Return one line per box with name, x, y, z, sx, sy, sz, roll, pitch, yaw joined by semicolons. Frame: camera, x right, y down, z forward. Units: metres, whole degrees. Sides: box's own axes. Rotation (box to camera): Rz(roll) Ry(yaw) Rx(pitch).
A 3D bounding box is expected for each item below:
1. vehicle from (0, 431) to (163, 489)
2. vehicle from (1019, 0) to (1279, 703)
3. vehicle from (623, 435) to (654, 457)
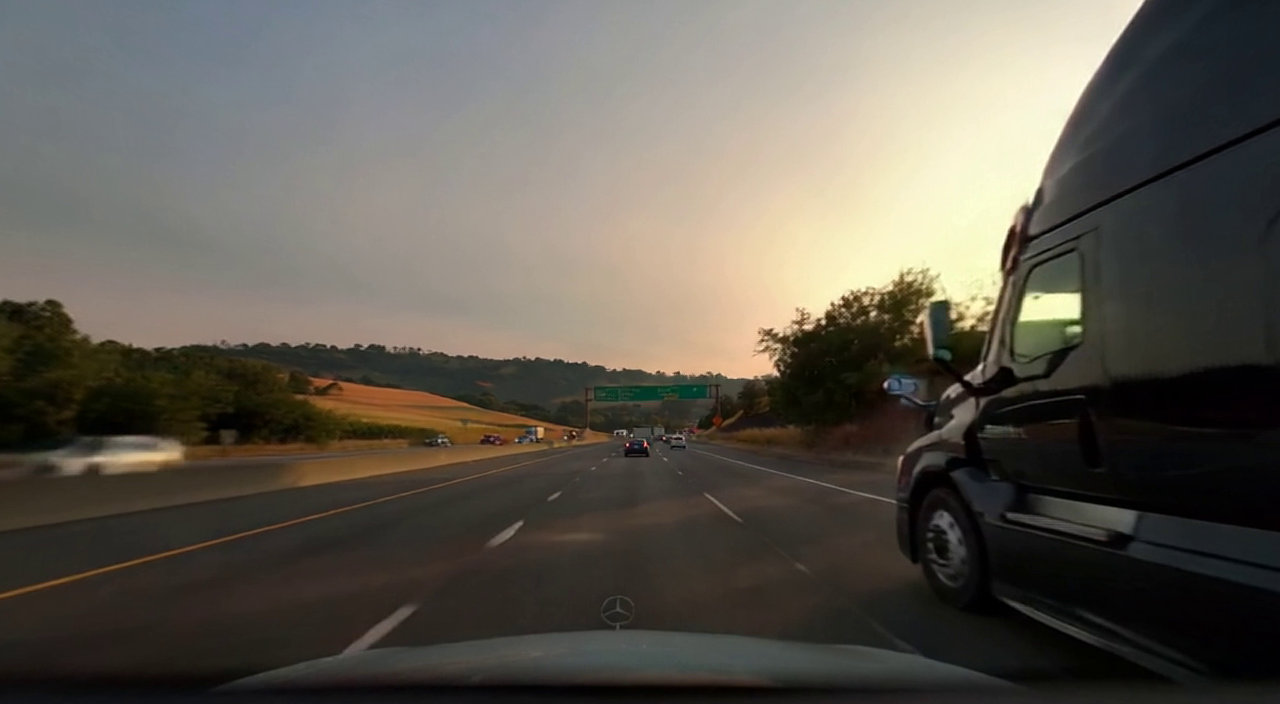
vehicle;-18.163;3.364;20.177;1.934;1.600;4.908;0;-8;0
vehicle;3.782;-0.395;0.282;3.222;3.915;6.030;0;-8;-1
vehicle;-0.094;6.853;46.057;2.140;1.475;3.969;0;-8;0
